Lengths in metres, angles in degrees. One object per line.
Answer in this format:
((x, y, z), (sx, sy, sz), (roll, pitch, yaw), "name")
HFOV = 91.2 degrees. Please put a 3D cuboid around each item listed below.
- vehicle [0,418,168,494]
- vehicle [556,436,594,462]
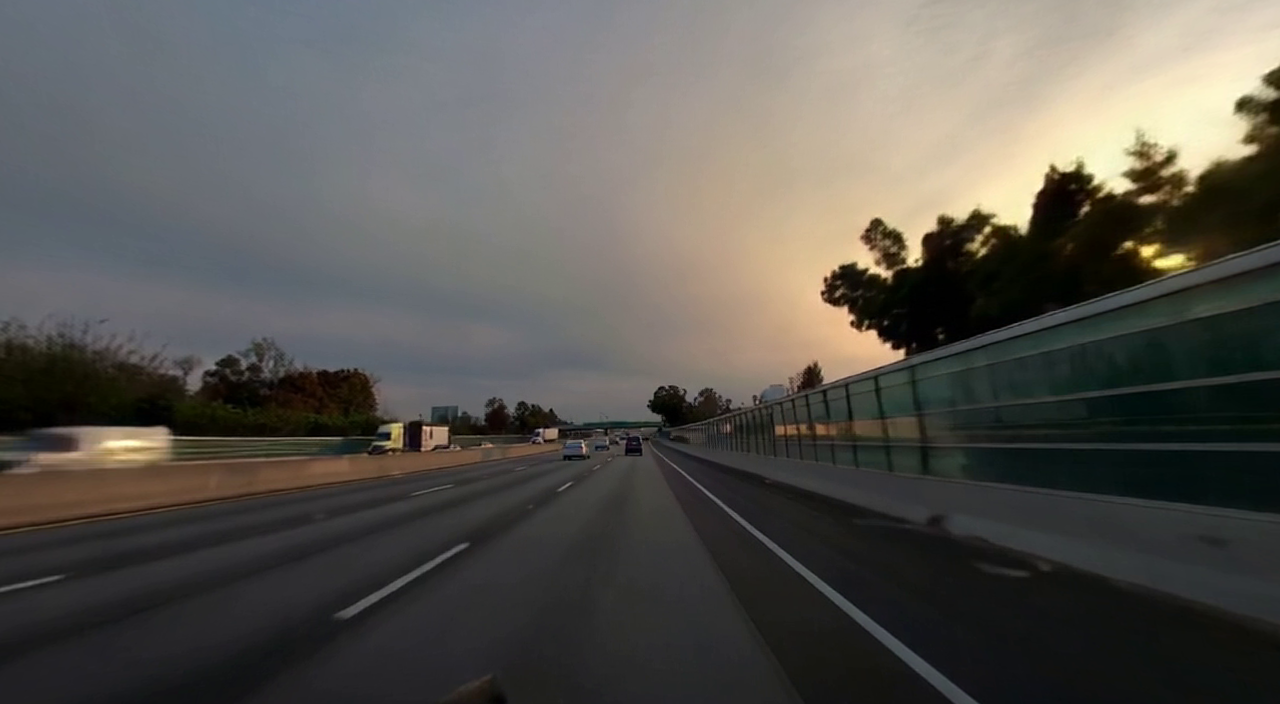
((-20.245, 3.640, 22.326), (2.251, 2.311, 5.834), (0, -8, 0), "vehicle")
((-4.216, 6.404, 41.509), (2.063, 1.598, 4.189), (0, -8, 0), "vehicle")
